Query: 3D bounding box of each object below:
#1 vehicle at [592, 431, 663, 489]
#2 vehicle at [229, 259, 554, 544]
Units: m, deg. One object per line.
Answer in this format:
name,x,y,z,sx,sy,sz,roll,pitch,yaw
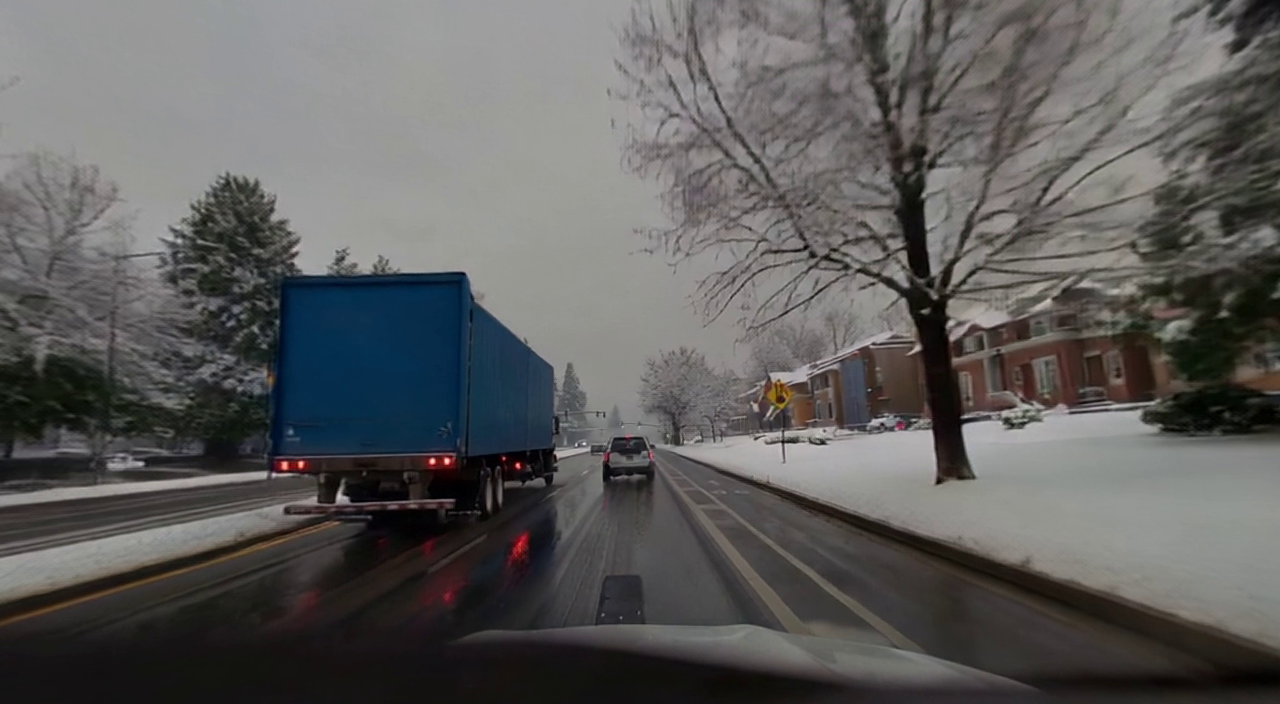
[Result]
vehicle,-0.411,3.470,20.572,2.094,1.682,3.866,0,-9,-1
vehicle,-4.037,1.384,13.826,2.996,3.902,10.410,0,-9,-1
